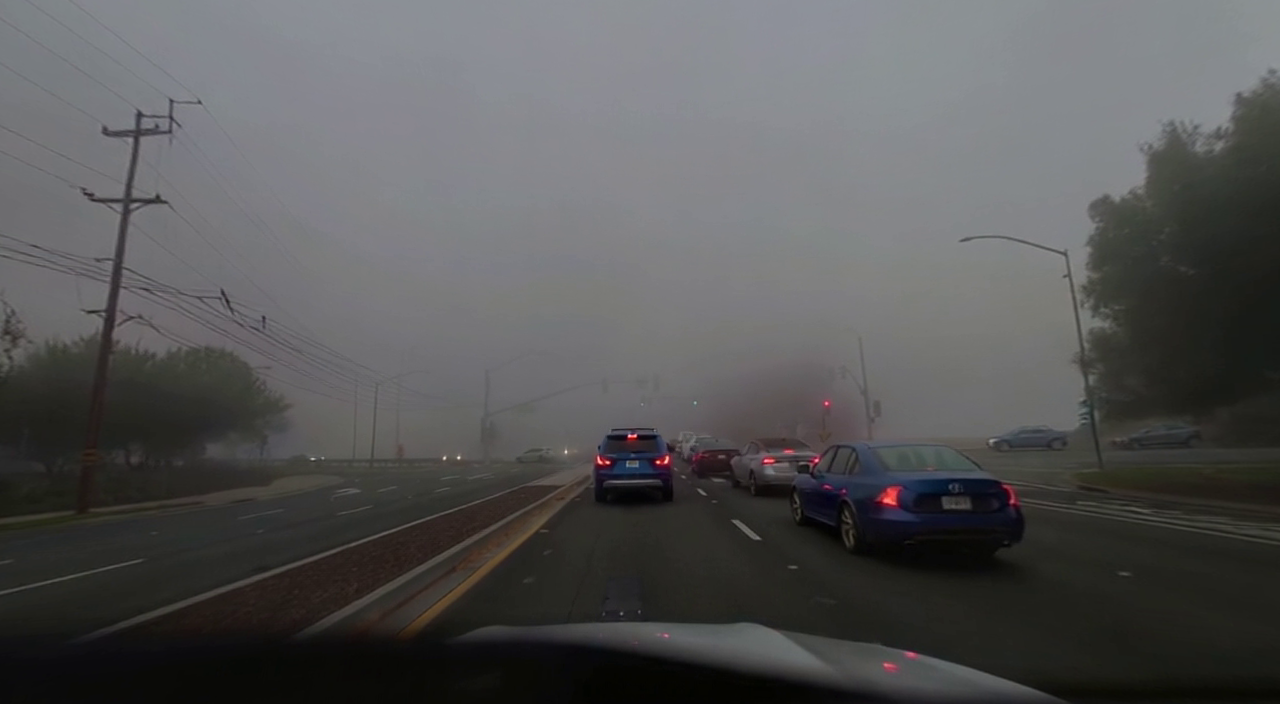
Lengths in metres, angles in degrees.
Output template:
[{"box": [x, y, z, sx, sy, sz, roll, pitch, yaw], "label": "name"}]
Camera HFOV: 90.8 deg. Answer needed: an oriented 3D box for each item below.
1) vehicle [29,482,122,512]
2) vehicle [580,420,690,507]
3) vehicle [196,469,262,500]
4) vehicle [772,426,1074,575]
[{"box": [-33.395, 8.566, 37.430, 3.637, 1.483, 2.007, -2, -7, 1], "label": "vehicle"}, {"box": [-0.140, 2.672, 15.469, 2.300, 1.821, 4.254, 0, -9, -1], "label": "vehicle"}, {"box": [-25.231, 8.082, 38.769, 3.826, 1.522, 1.741, -3, -8, 30], "label": "vehicle"}, {"box": [3.306, 1.824, 8.611, 1.984, 1.462, 4.513, 0, -9, 0], "label": "vehicle"}]
